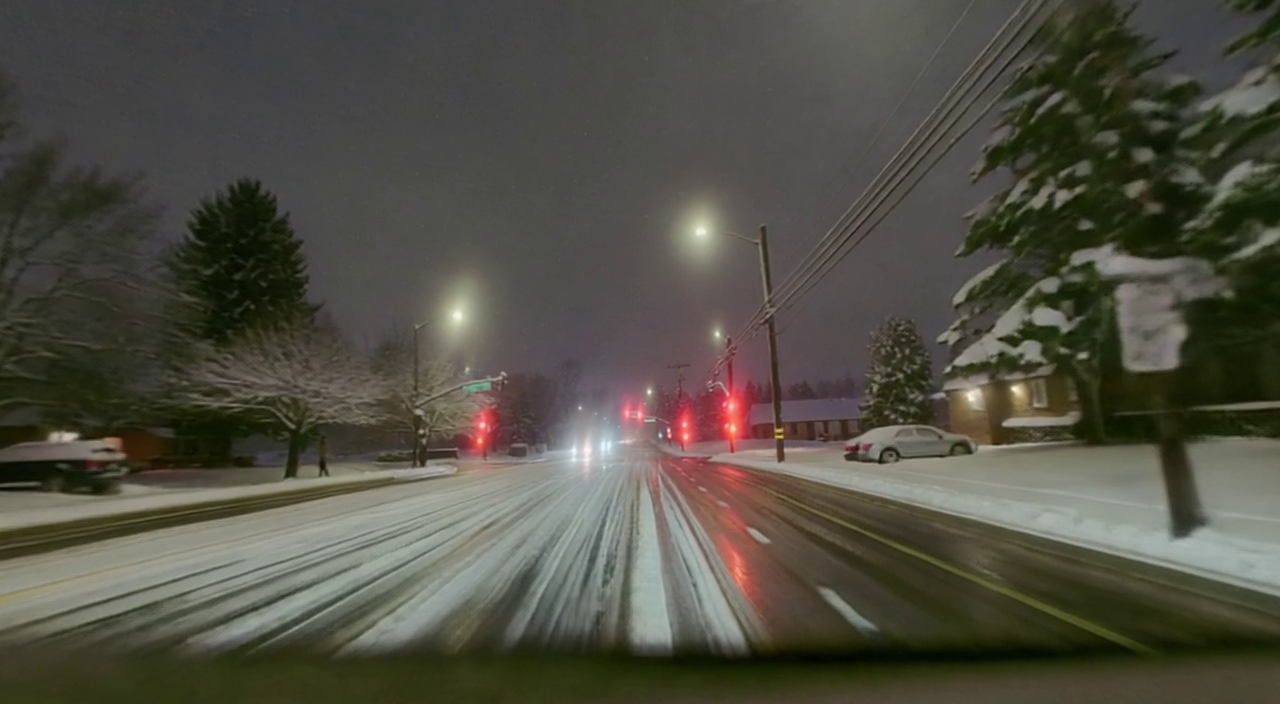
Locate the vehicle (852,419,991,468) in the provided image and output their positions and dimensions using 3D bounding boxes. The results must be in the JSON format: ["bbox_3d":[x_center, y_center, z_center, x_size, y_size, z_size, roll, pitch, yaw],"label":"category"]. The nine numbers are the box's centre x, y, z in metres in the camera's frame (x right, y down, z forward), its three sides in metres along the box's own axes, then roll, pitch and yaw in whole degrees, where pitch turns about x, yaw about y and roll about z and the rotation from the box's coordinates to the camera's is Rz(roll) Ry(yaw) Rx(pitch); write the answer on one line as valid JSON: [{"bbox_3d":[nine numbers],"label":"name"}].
[{"bbox_3d":[10.752,3.530,24.402,4.423,1.779,1.883,0,-8,0],"label":"vehicle"}]

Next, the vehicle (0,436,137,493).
[{"bbox_3d":[-18.826,3.536,19.992,4.115,1.699,1.848,0,-8,-1],"label":"vehicle"}]
